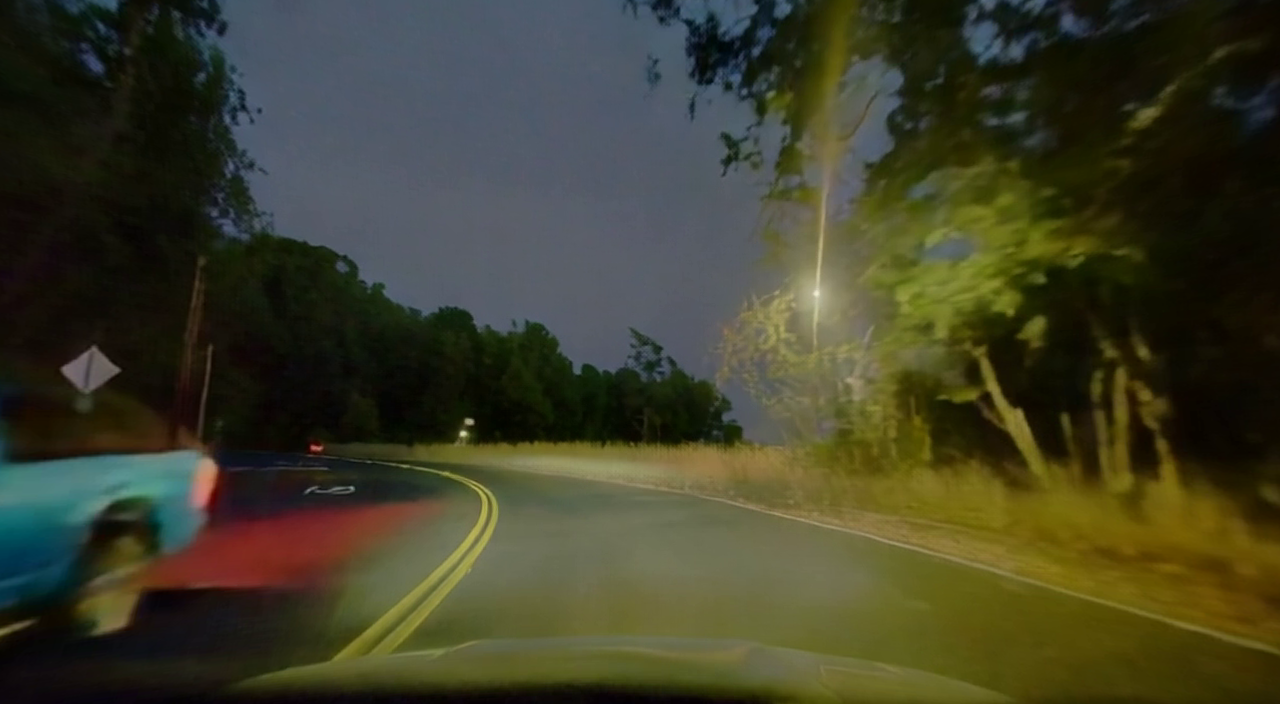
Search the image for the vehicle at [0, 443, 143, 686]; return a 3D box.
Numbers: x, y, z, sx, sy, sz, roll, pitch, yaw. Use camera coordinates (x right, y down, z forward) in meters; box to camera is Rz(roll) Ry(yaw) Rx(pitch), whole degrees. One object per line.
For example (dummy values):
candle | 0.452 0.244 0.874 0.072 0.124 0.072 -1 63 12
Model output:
vehicle | -4.787 1.105 2.580 2.063 1.443 4.488 0 -9 -4
